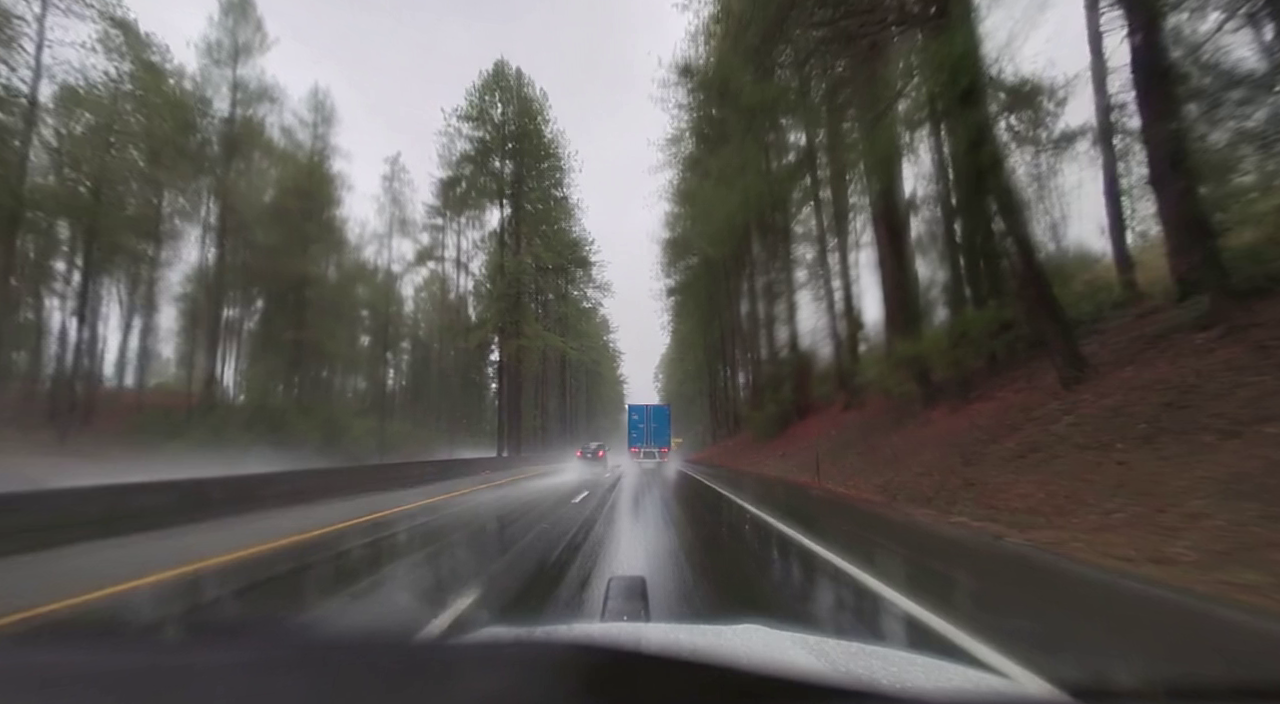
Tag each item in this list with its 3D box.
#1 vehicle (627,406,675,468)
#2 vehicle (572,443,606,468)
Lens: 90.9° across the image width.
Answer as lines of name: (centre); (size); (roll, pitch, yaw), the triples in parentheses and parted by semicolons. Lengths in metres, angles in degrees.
vehicle: (0.713, 6.654, 49.082); (3.320, 4.173, 11.889); (0, -8, 0)
vehicle: (-3.598, 7.412, 45.341); (2.092, 1.702, 4.297); (0, -8, 0)
